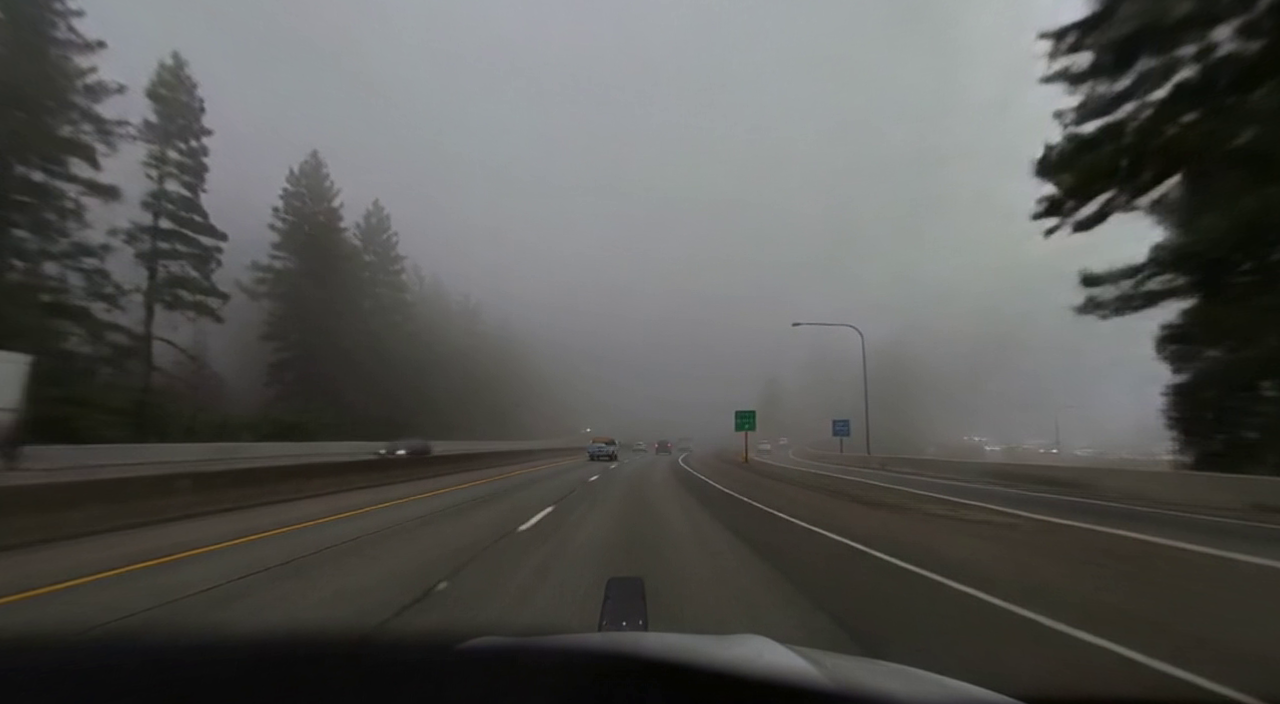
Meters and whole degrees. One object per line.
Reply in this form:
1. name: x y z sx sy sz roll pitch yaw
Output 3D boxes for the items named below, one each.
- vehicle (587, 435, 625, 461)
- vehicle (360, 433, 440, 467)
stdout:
1. vehicle: -2.400 6.924 45.634 2.129 1.742 4.217 -1 -8 5
2. vehicle: -12.592 5.169 33.508 2.015 1.642 5.169 0 -8 2
